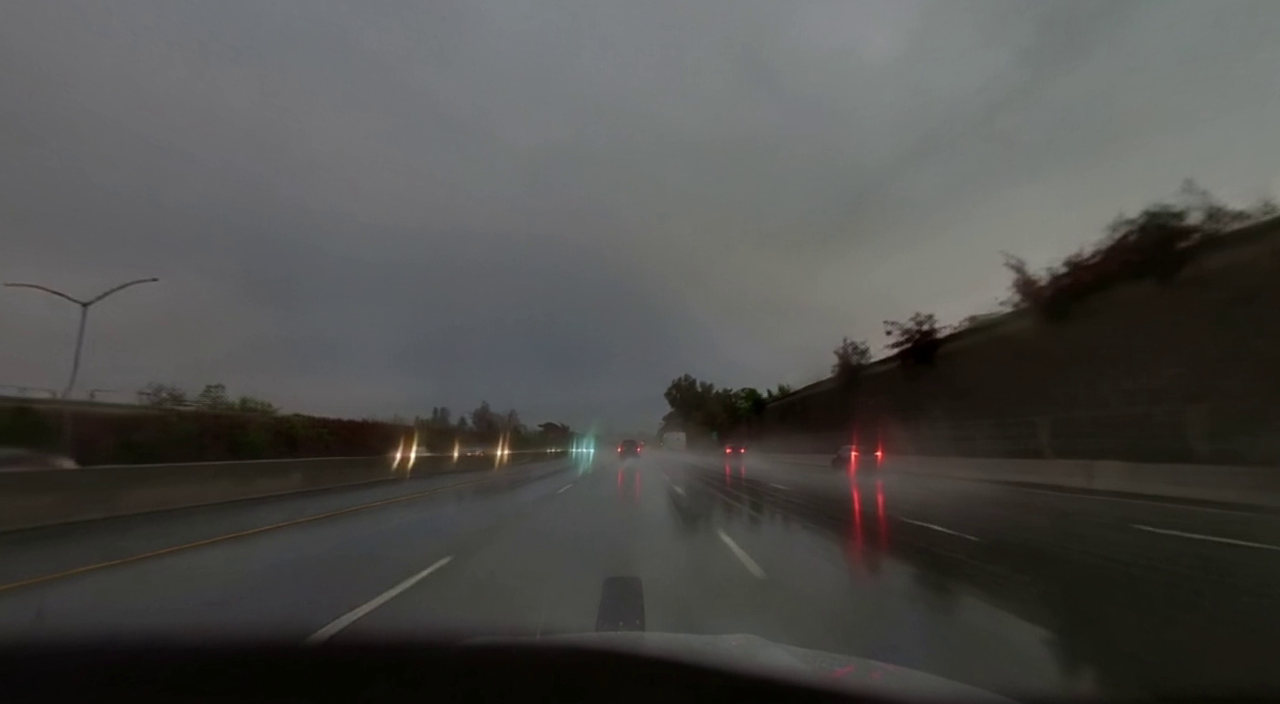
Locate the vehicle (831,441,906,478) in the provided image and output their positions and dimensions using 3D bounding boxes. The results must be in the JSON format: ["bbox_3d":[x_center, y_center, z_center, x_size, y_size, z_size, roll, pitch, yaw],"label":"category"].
[{"bbox_3d":[11.113,5.226,31.097,1.912,1.673,4.438,0,-9,-1],"label":"vehicle"}]

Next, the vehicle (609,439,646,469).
[{"bbox_3d":[-0.768,6.181,38.434,2.121,1.739,4.087,0,-9,-1],"label":"vehicle"}]
